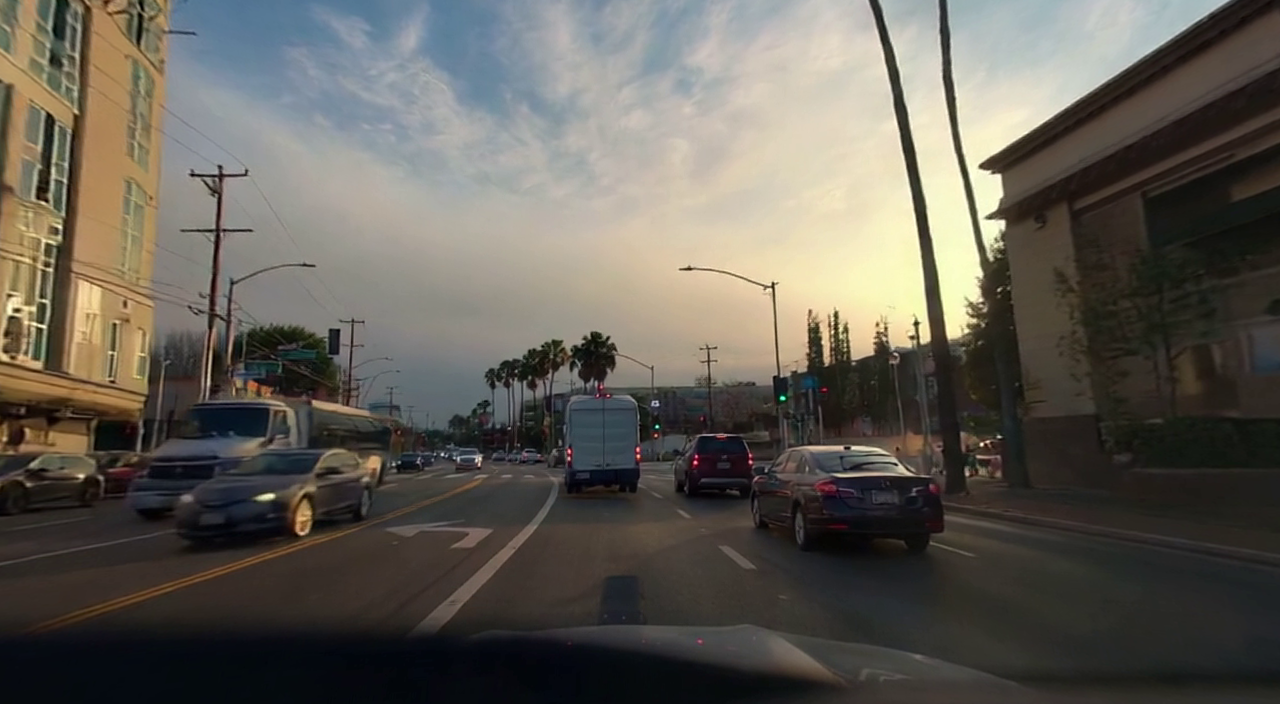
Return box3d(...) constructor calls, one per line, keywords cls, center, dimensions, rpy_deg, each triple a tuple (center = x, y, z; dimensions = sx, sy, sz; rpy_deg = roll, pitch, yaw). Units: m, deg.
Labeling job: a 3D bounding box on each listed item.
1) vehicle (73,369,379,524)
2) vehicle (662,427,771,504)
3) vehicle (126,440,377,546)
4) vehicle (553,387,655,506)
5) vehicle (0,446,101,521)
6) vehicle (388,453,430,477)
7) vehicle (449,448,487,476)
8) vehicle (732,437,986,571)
box3d(cls="vehicle", center=(-11.593, 2.936, 19.780), dimensions=(2.996, 3.432, 11.265), rpy_deg=(1, -8, -6))
box3d(cls="vehicle", center=(2.066, 3.312, 18.868), dimensions=(2.157, 1.944, 5.423), rpy_deg=(1, -9, -5))
box3d(cls="vehicle", center=(-6.755, 2.446, 11.632), dimensions=(2.170, 1.555, 4.187), rpy_deg=(0, -9, -4))
box3d(cls="vehicle", center=(-1.253, 2.794, 18.705), dimensions=(2.517, 2.926, 6.177), rpy_deg=(1, -9, -7))
box3d(cls="vehicle", center=(-15.610, 3.097, 14.904), dimensions=(1.965, 1.679, 4.455), rpy_deg=(1, -8, -6))
box3d(cls="vehicle", center=(-15.999, 7.833, 43.682), dimensions=(1.975, 1.503, 4.533), rpy_deg=(1, -9, -11))
box3d(cls="vehicle", center=(-11.230, 7.160, 41.168), dimensions=(2.058, 1.730, 4.466), rpy_deg=(2, -9, -12))
box3d(cls="vehicle", center=(2.873, 2.100, 9.604), dimensions=(1.978, 1.507, 4.636), rpy_deg=(0, -9, -3))
